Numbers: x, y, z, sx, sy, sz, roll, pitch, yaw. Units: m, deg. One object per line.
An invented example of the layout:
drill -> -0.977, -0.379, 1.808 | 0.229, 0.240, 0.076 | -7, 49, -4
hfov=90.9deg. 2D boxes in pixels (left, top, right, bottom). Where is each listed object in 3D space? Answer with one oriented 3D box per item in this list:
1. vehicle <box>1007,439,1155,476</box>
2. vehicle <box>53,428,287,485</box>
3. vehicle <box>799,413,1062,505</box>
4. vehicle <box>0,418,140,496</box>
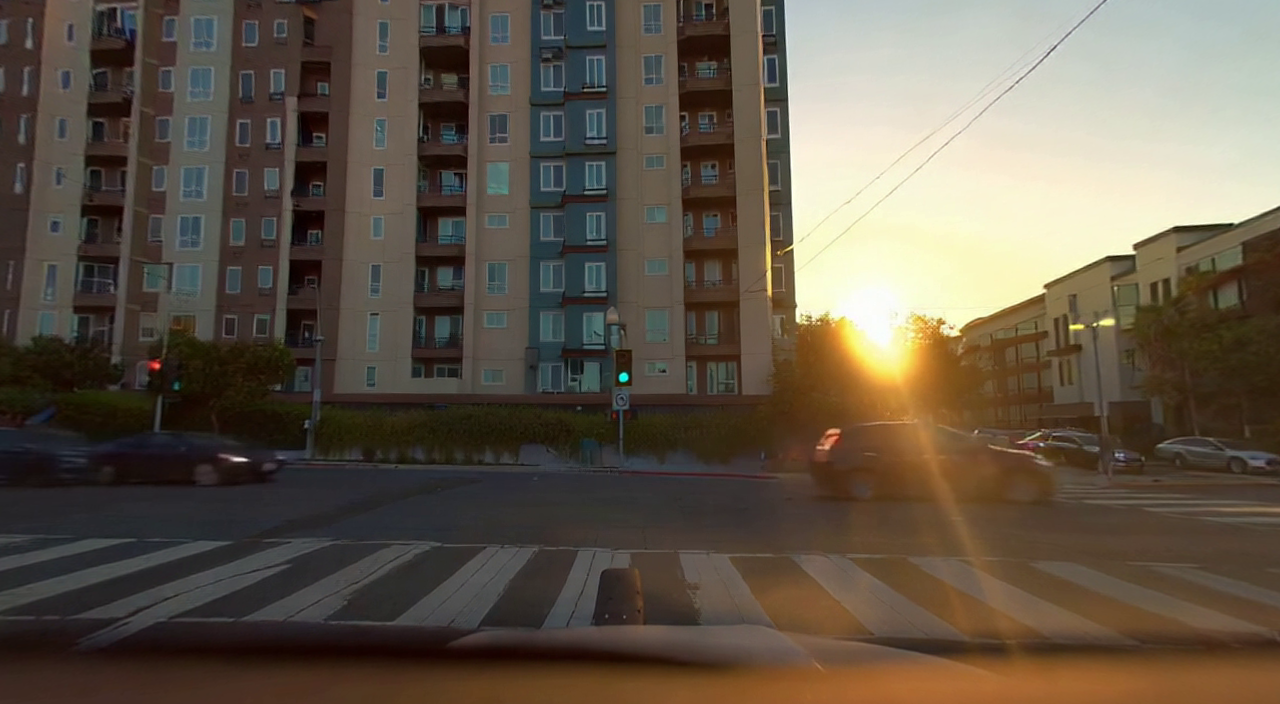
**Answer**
vehicle -> 18.566, 4.461, 26.692 | 4.823, 1.458, 1.914 | 0, -9, -1
vehicle -> -12.525, 2.813, 17.077 | 4.747, 1.434, 1.960 | 0, -9, 0
vehicle -> 6.162, 2.328, 13.886 | 4.724, 1.834, 2.068 | 0, -9, 0
vehicle -> -14.410, 2.279, 13.815 | 5.203, 1.566, 1.977 | 0, -9, 0
